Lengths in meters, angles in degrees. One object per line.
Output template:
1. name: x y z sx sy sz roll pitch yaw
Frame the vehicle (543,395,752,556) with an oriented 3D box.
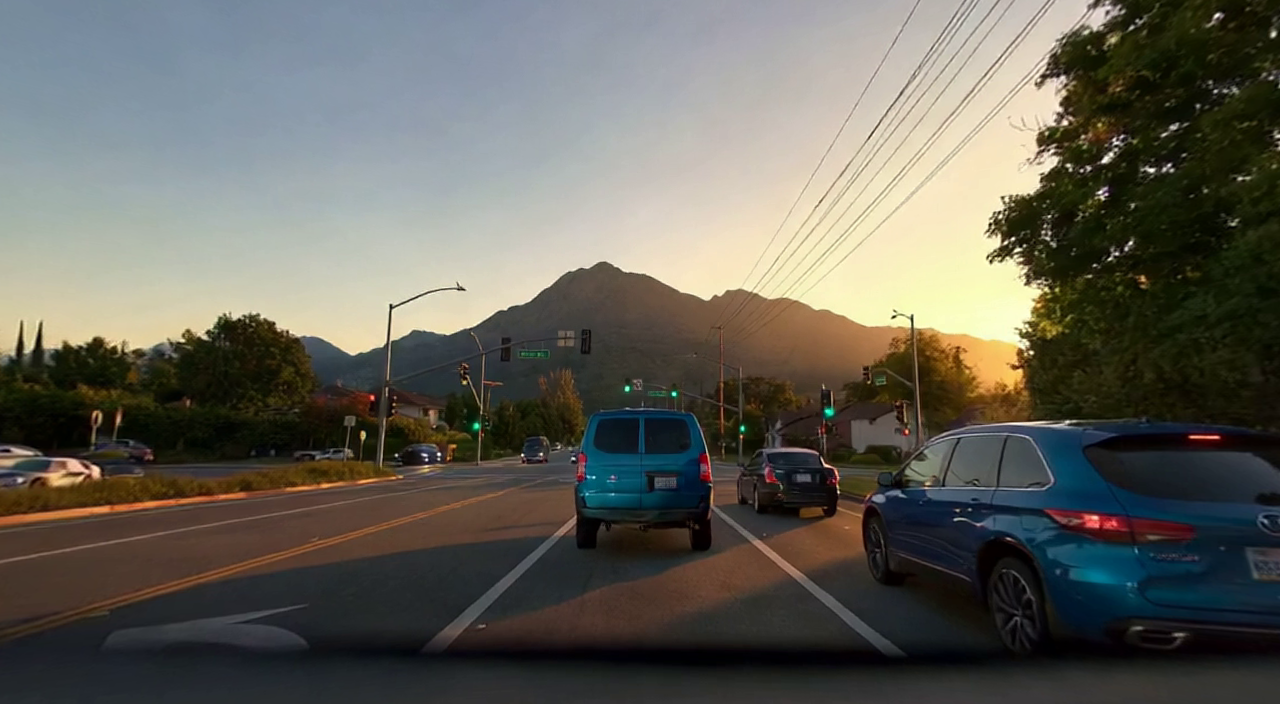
1. vehicle: 0.063 1.939 10.599 2.636 2.011 5.130 0 -8 -1

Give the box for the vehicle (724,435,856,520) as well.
1. vehicle: 3.253 2.801 14.649 1.957 1.646 4.355 0 -8 0

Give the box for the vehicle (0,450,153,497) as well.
1. vehicle: -20.083 4.218 22.321 1.830 1.436 4.771 0 -9 1

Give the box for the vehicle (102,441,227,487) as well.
1. vehicle: -20.424 4.794 27.391 1.996 1.809 4.699 1 -8 -4

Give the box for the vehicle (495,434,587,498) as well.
1. vehicle: -2.937 3.494 19.715 2.059 1.749 4.458 0 -8 1

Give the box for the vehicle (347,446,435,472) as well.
1. vehicle: -15.511 6.662 39.341 4.644 1.533 2.005 -1 -9 9

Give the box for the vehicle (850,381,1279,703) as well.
1. vehicle: 3.436 1.278 4.669 2.155 1.658 4.721 0 -8 0
